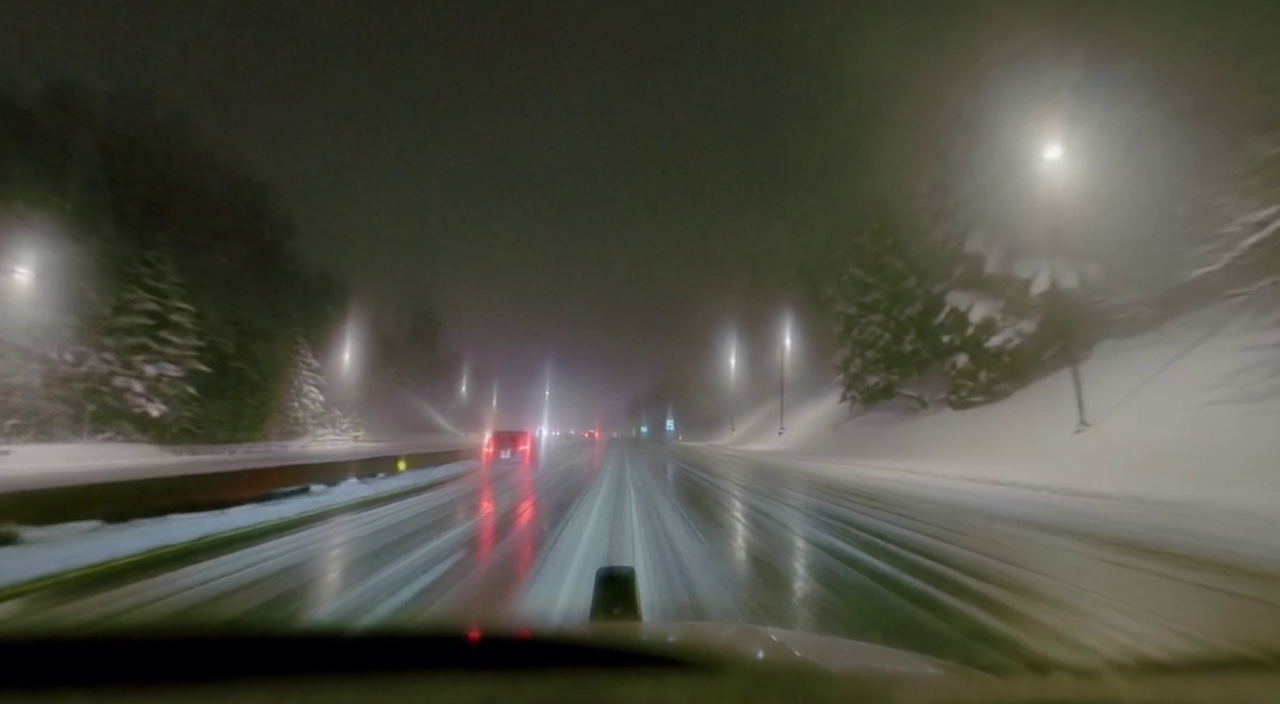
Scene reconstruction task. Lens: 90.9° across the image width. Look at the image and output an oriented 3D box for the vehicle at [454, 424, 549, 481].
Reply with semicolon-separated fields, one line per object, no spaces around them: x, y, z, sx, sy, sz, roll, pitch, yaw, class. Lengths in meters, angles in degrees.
-4.197;3.114;19.851;2.062;1.591;4.156;0;-8;0;vehicle
